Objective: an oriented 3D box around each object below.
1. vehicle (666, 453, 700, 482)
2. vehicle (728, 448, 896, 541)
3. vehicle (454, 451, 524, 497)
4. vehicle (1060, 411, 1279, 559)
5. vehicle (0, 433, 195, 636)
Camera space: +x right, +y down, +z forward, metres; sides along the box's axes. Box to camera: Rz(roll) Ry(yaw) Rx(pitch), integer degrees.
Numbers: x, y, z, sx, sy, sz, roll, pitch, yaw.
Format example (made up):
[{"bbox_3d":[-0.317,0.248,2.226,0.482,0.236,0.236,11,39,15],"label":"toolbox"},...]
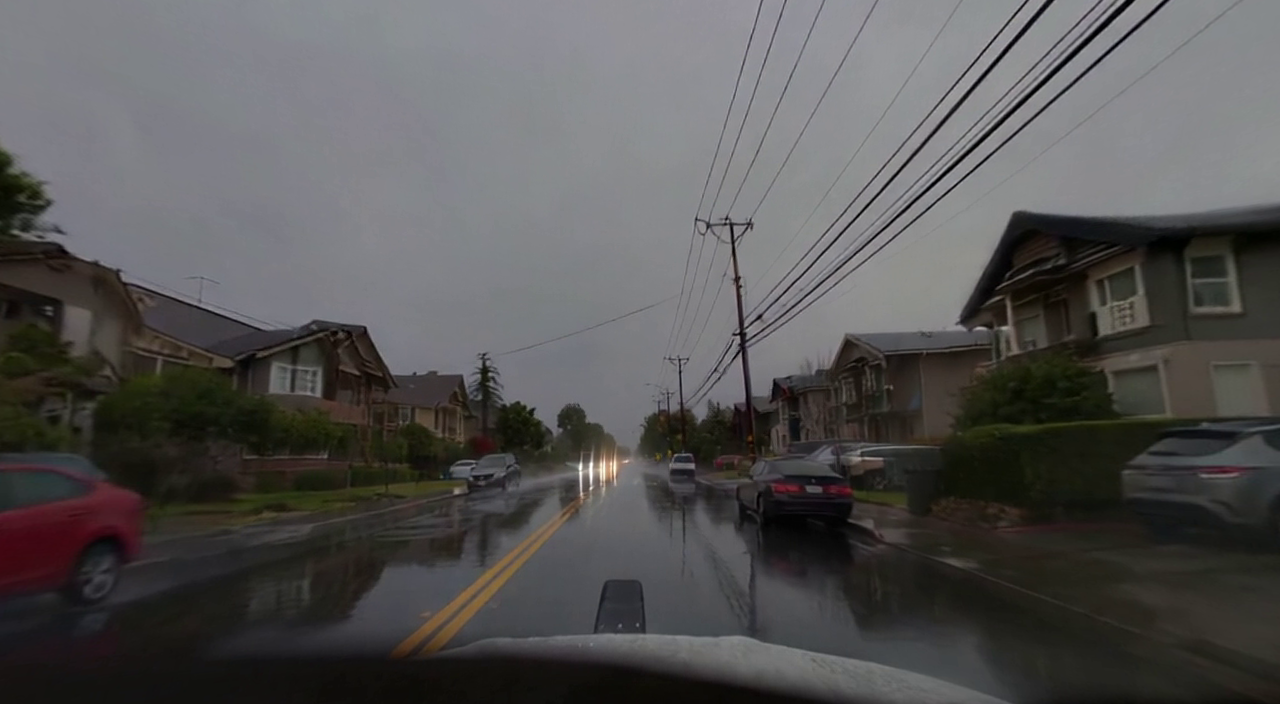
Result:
[{"bbox_3d":[2.842,7.664,42.138,1.945,1.792,3.903,0,-8,-1],"label":"vehicle"},{"bbox_3d":[3.213,2.735,12.873,2.076,1.513,4.305,0,-8,-2],"label":"vehicle"},{"bbox_3d":[-6.536,5.346,27.884,2.056,1.741,4.532,-2,-10,-1],"label":"vehicle"},{"bbox_3d":[8.180,1.663,8.281,3.866,1.664,2.015,0,-8,0],"label":"vehicle"},{"bbox_3d":[-6.206,1.477,4.896,1.971,1.631,4.944,-2,-10,-1],"label":"vehicle"}]
